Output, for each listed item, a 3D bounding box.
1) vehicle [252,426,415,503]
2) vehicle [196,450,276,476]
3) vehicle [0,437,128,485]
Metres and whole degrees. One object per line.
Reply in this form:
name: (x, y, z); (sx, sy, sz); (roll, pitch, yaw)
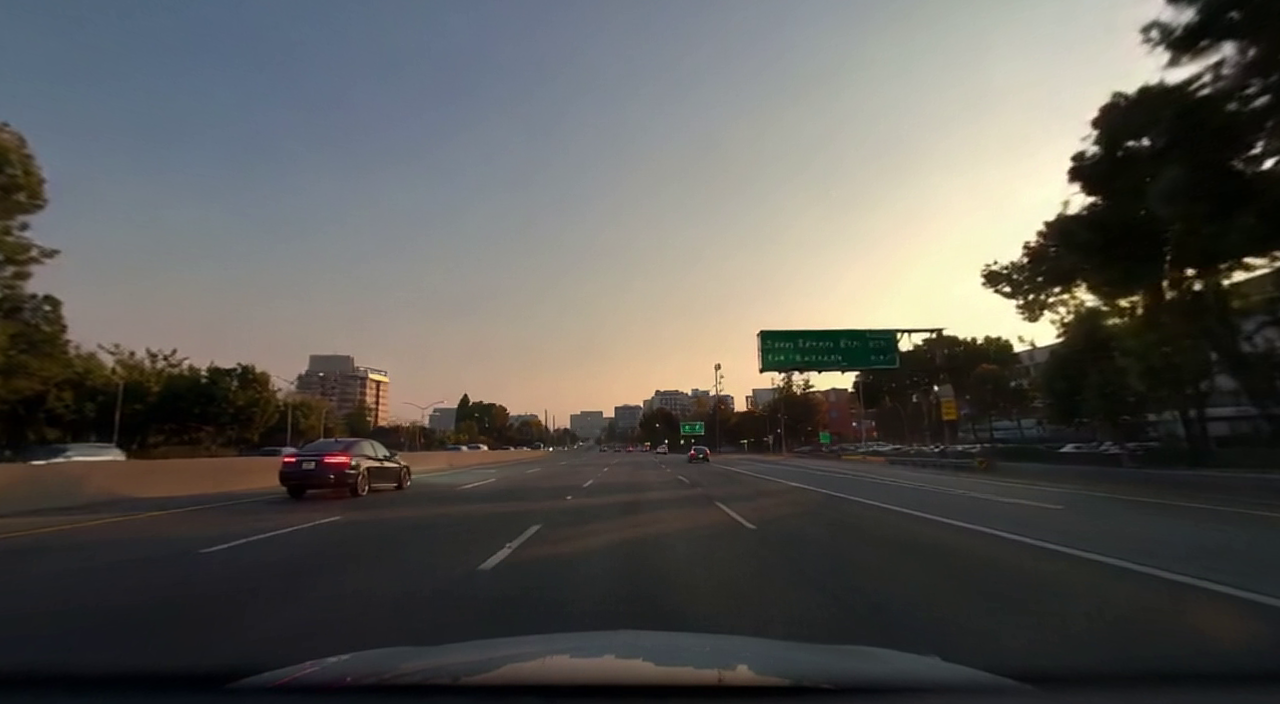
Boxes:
vehicle: (-7.739, 2.885, 16.527); (2.089, 1.724, 4.327); (0, -8, 0)
vehicle: (-24.636, 6.764, 38.722); (1.845, 1.463, 4.705); (0, -8, -1)
vehicle: (-32.147, 5.943, 34.904); (2.418, 2.381, 6.373); (0, -8, -1)
